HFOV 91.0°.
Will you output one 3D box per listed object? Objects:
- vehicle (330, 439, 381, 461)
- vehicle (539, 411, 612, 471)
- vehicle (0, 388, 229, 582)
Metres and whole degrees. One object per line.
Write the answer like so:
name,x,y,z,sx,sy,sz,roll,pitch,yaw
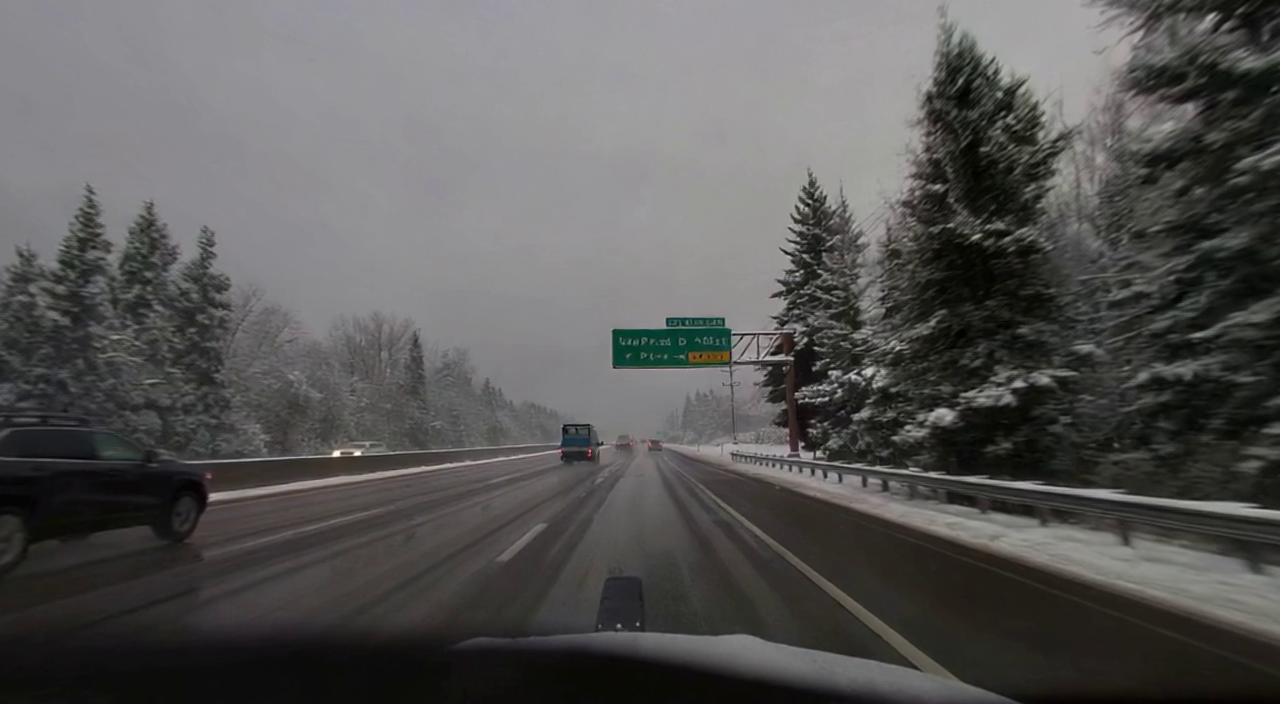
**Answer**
vehicle,-21.017,7.261,46.717,1.771,1.517,4.056,0,-9,2
vehicle,-3.341,5.052,35.361,2.915,2.885,9.394,0,-9,1
vehicle,-7.410,1.413,6.887,2.192,1.893,5.330,0,-9,0
